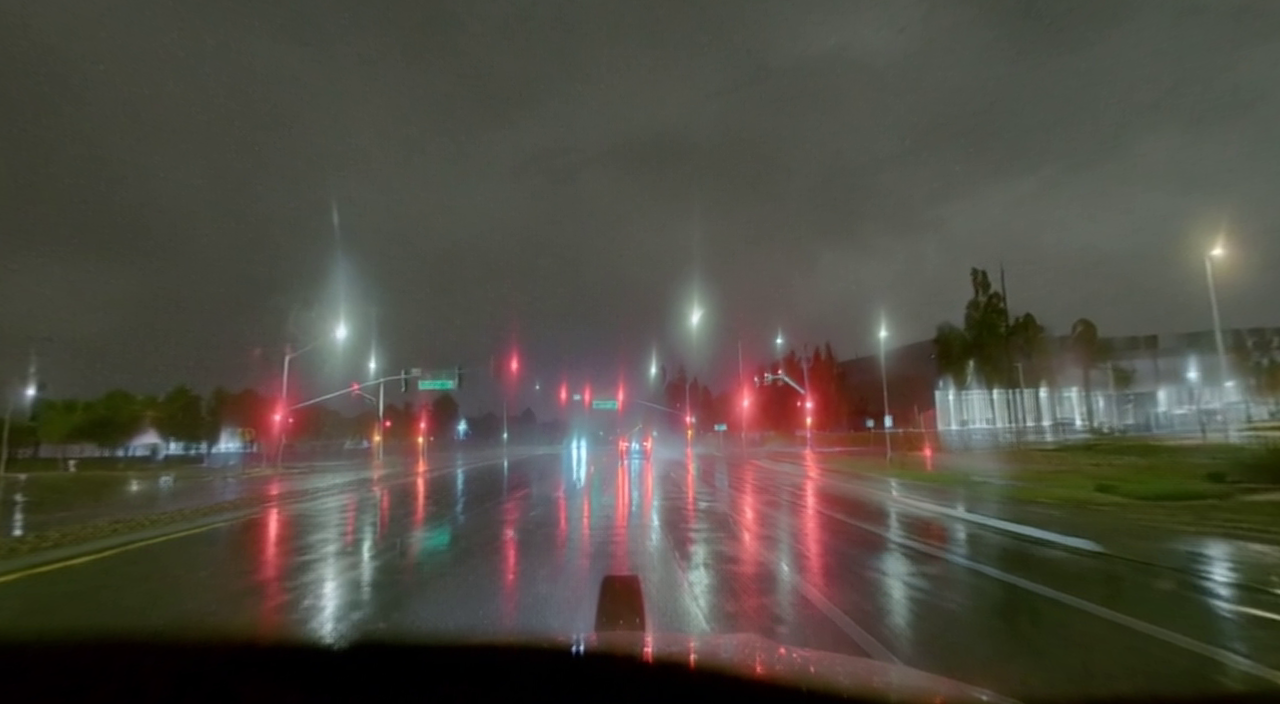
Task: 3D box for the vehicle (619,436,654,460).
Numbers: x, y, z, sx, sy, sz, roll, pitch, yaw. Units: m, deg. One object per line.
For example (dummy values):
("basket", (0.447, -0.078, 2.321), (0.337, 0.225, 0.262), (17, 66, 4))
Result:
("vehicle", (-0.224, 6.099, 40.116), (2.107, 1.470, 3.974), (0, -9, -1))
